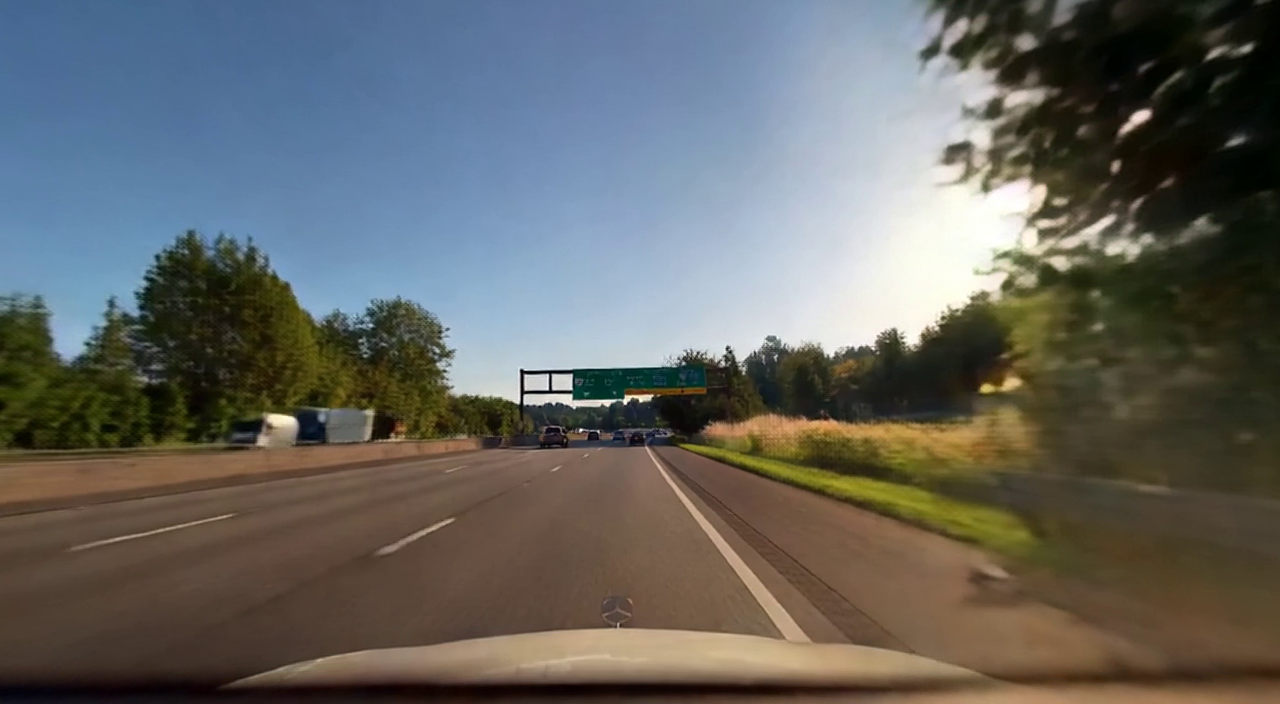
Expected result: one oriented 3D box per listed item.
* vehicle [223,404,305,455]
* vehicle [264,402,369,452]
[{"bbox_3d":[-24.536,5.089,41.235,2.875,3.132,3.793,0,-8,-1],"label":"vehicle"},{"bbox_3d":[-24.652,5.873,48.717,2.715,3.424,10.329,0,-8,0],"label":"vehicle"}]
